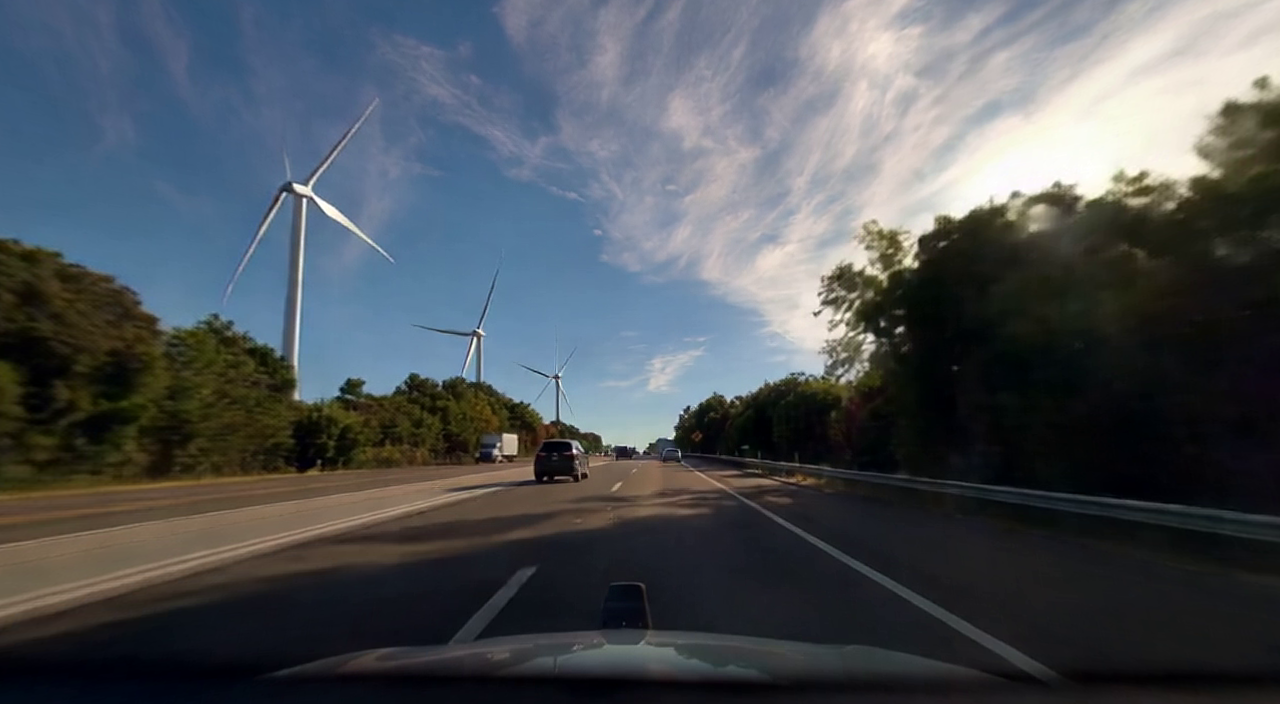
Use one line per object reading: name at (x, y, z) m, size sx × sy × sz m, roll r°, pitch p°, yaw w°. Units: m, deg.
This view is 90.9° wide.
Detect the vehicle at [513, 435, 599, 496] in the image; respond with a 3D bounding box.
vehicle at (-2.540, 3.567, 20.137) m, size 2.038 × 1.723 × 4.150 m, roll 0°, pitch -9°, yaw 2°
